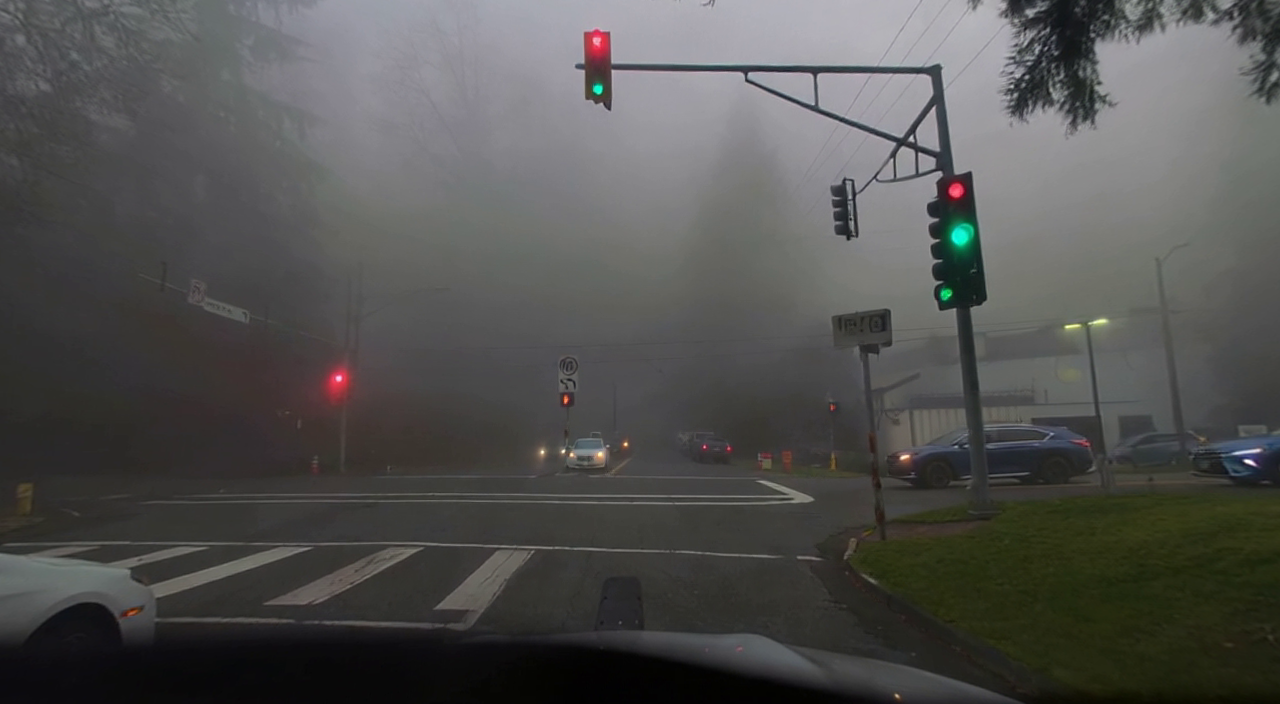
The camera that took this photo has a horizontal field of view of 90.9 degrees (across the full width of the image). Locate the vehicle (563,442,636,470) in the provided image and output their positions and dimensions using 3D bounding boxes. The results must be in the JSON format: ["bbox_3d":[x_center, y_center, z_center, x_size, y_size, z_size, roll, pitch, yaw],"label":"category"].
[{"bbox_3d":[-2.431,6.152,37.560,3.991,1.526,1.868,-5,-9,31],"label":"vehicle"}]

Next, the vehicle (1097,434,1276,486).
[{"bbox_3d":[16.796,3.322,19.522,3.876,1.512,1.784,0,-8,-1],"label":"vehicle"}]

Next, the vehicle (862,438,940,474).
[{"bbox_3d":[12.395,5.032,30.242,1.922,1.529,3.964,0,-12,-2],"label":"vehicle"}]

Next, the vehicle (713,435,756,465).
[{"bbox_3d":[6.899,7.164,46.215,1.491,2.041,2.964,6,-9,-33],"label":"vehicle"}]
